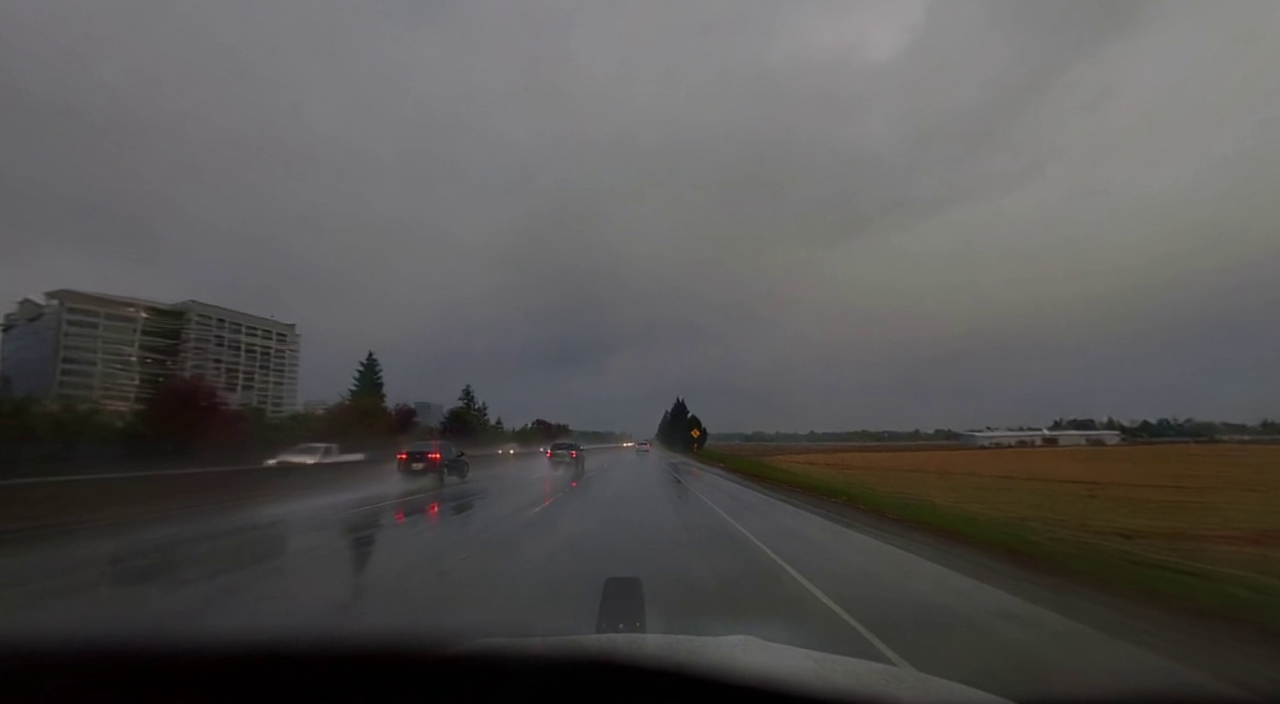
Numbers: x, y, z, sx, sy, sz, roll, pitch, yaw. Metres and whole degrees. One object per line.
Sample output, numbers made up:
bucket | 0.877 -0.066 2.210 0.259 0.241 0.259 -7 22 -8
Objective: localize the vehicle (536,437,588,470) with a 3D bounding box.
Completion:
vehicle | -4.062 5.416 33.724 2.083 1.588 4.801 0 -8 1

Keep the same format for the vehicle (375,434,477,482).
vehicle | -7.582 3.801 22.879 2.034 1.523 4.627 0 -8 1

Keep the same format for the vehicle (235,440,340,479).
vehicle | -15.312 4.671 27.667 1.909 1.524 4.573 0 -9 1
